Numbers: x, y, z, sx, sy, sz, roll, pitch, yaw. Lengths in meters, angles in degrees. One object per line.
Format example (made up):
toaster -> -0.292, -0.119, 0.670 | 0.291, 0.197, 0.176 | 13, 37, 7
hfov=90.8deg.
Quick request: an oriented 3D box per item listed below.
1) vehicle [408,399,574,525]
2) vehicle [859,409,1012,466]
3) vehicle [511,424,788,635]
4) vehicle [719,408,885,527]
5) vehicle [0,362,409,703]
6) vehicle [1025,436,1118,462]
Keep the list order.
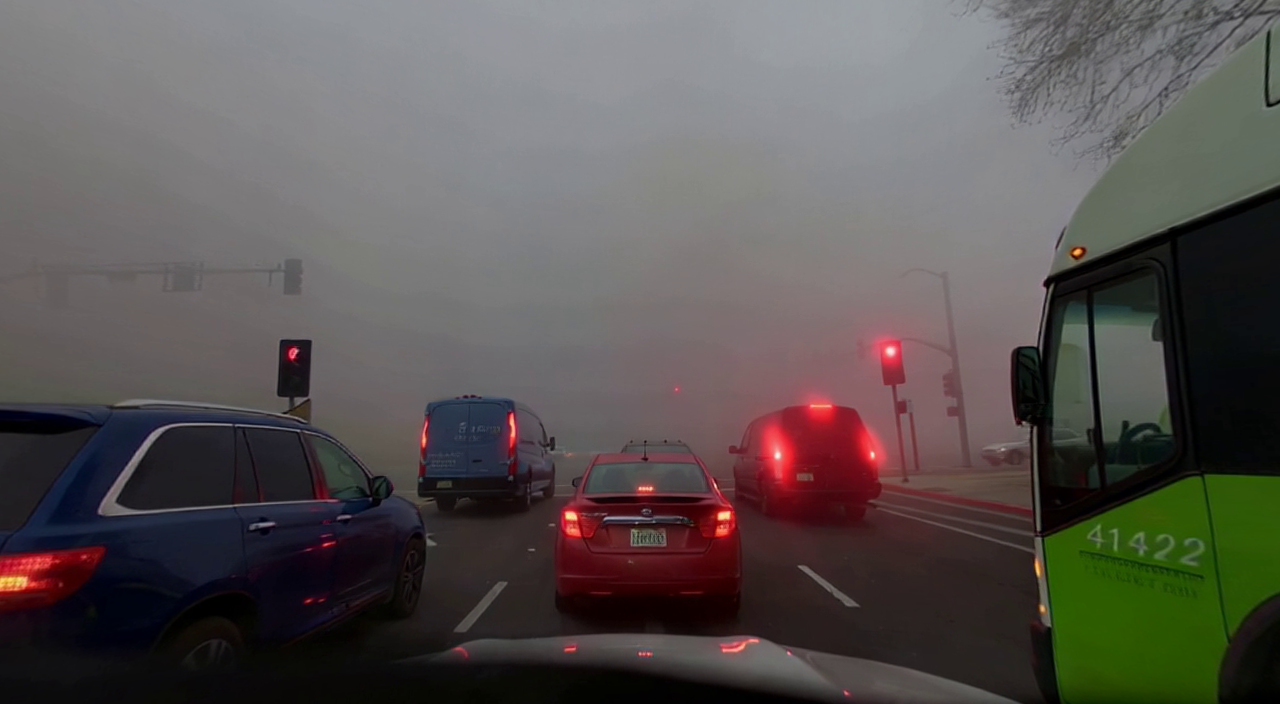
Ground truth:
vehicle -> -2.942, 2.352, 13.961 | 2.335, 2.221, 5.165 | 0, -8, 1
vehicle -> 17.586, 5.141, 37.922 | 7.839, 3.213, 2.628 | 0, -8, -3
vehicle -> 0.057, 1.545, 6.412 | 1.976, 1.485, 3.624 | 0, -8, 0
vehicle -> 3.142, 2.401, 13.675 | 2.143, 2.036, 5.367 | 0, -8, 0
vehicle -> -3.408, 1.180, 4.627 | 1.921, 1.701, 3.989 | 0, -8, -1
vehicle -> 25.900, 5.825, 37.991 | 4.229, 1.489, 1.794 | 0, -8, -1
